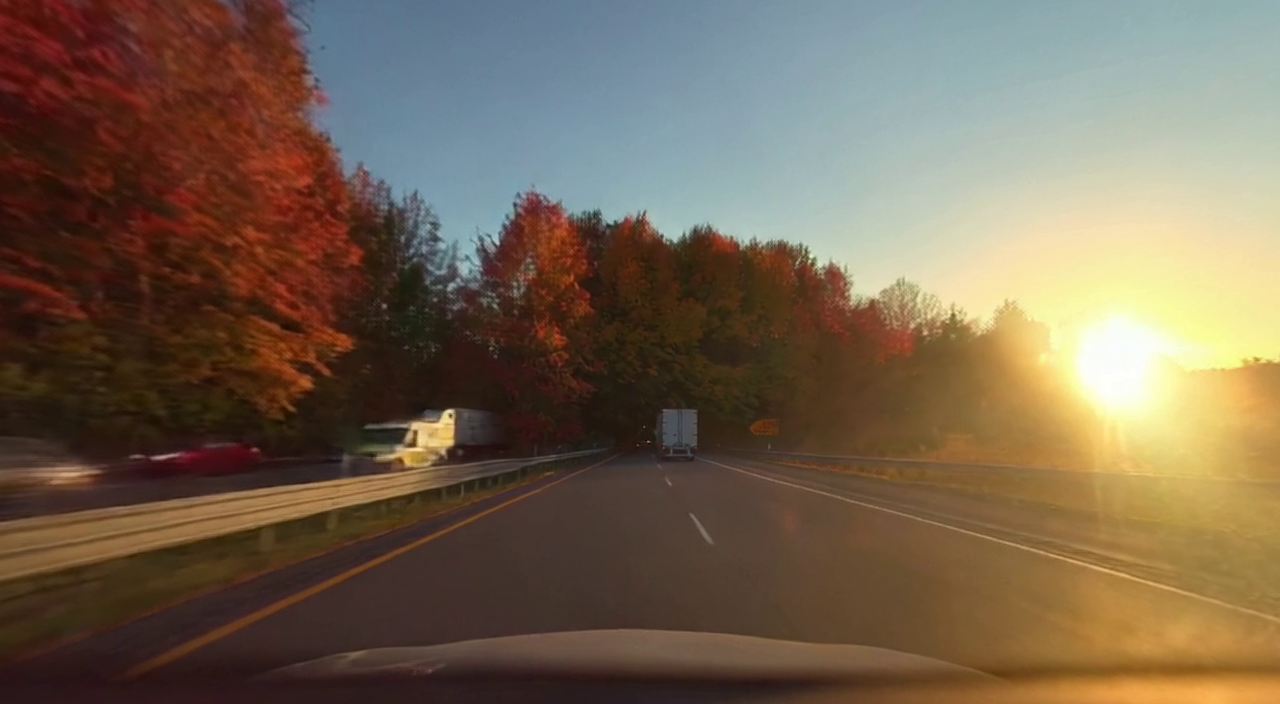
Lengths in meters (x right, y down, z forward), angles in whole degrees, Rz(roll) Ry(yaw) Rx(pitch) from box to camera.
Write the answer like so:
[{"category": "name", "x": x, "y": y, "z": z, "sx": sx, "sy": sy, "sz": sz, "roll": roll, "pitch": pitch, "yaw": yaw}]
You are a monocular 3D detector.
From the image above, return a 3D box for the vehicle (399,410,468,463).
[{"category": "vehicle", "x": -14.081, "y": 5.773, "z": 43.130, "sx": 3.618, "sy": 3.504, "sz": 2.875, "roll": 0, "pitch": -8, "yaw": 1}]
